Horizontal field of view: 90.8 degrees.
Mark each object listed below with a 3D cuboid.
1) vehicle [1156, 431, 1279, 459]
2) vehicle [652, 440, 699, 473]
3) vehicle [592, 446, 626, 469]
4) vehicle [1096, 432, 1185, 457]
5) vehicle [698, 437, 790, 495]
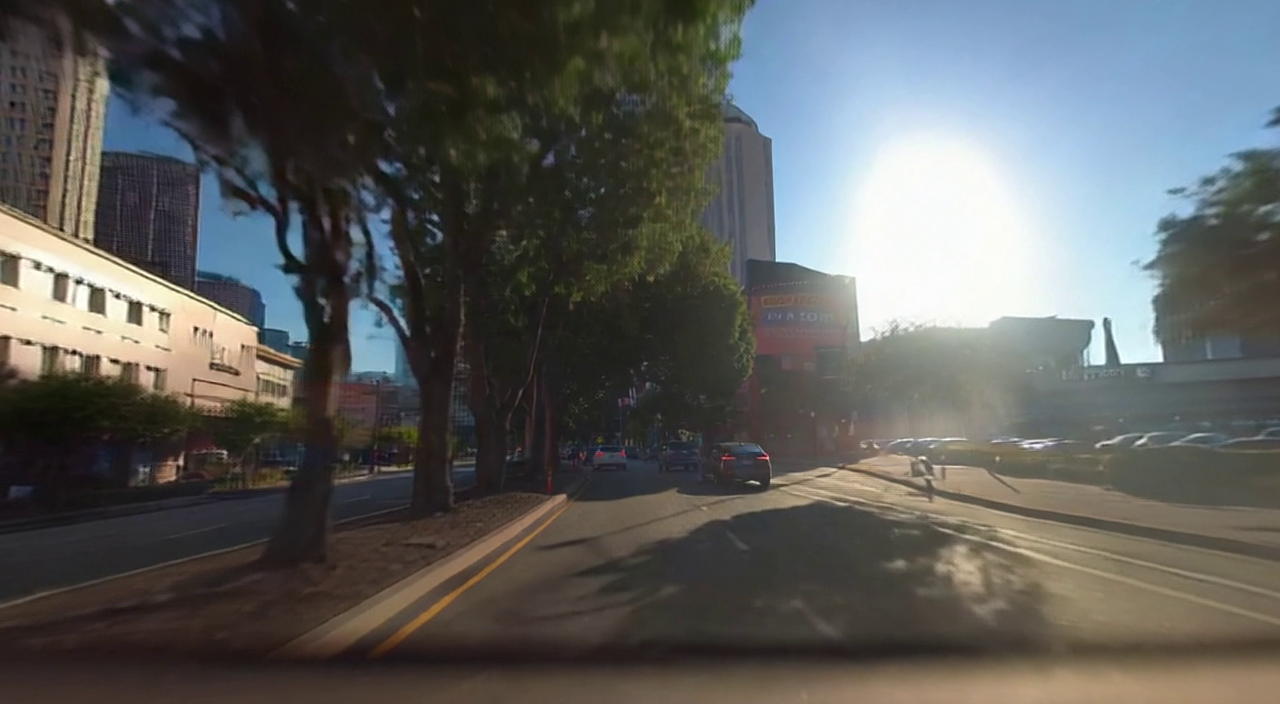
[{"bbox_3d":[32.285,5.216,35.415,4.860,1.461,2.041,0,-8,0],"label":"vehicle"},{"bbox_3d":[1.995,5.993,36.574,2.046,1.768,4.370,1,-9,-5],"label":"vehicle"},{"bbox_3d":[-2.240,7.368,44.344,2.068,1.512,3.987,1,-9,-8],"label":"vehicle"},{"bbox_3d":[32.409,5.980,40.999,4.032,1.560,2.059,0,-9,-1],"label":"vehicle"},{"bbox_3d":[3.112,3.494,19.790,1.966,1.596,3.980,0,-9,-4],"label":"vehicle"}]
